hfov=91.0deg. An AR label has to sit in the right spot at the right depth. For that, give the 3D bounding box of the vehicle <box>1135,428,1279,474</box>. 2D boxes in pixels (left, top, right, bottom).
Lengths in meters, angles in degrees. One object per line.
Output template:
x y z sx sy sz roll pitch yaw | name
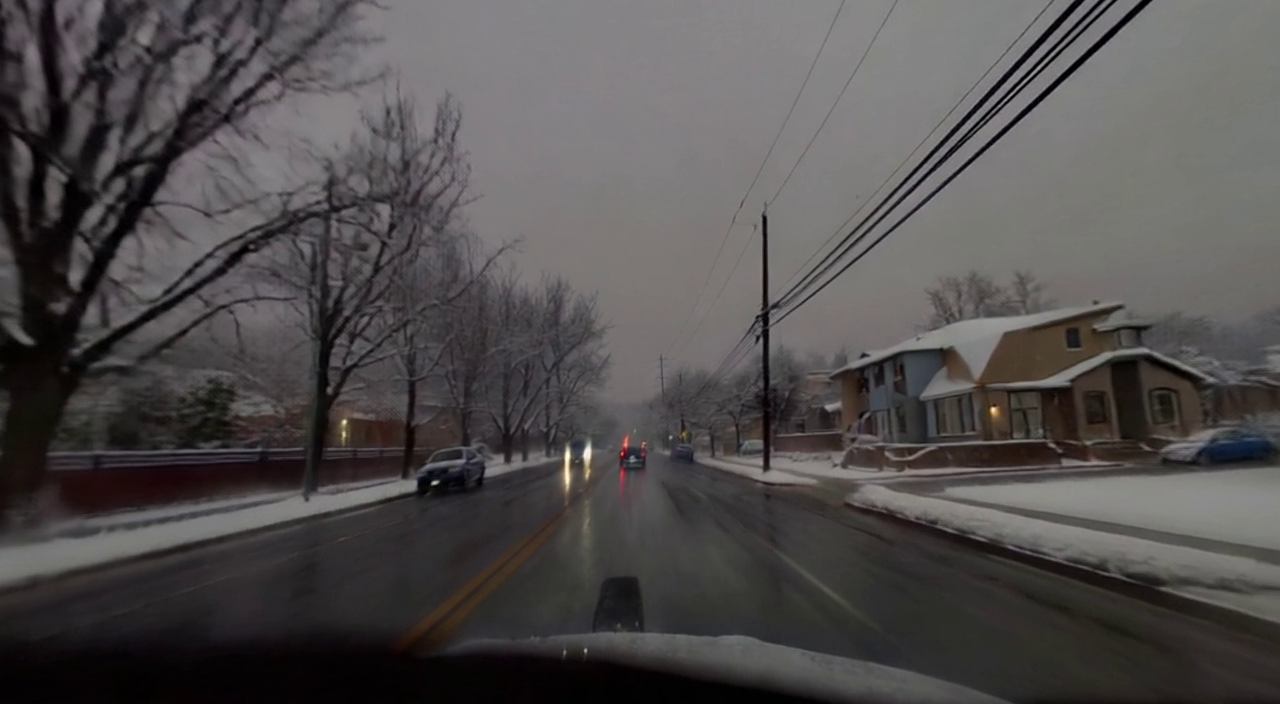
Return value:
21.009 3.562 22.767 4.466 1.584 2.072 0 -8 -2 | vehicle

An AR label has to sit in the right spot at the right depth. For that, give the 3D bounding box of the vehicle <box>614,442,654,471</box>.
-0.369 5.769 34.977 2.104 1.500 3.815 0 -8 -1 | vehicle

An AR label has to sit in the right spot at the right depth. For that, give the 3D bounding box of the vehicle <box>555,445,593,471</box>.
-4.122 6.700 40.085 2.022 1.534 4.320 0 -8 -1 | vehicle

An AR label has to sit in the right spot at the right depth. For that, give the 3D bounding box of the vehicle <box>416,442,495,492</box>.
-7.710 4.879 26.722 2.022 1.795 4.337 -3 -10 0 | vehicle
